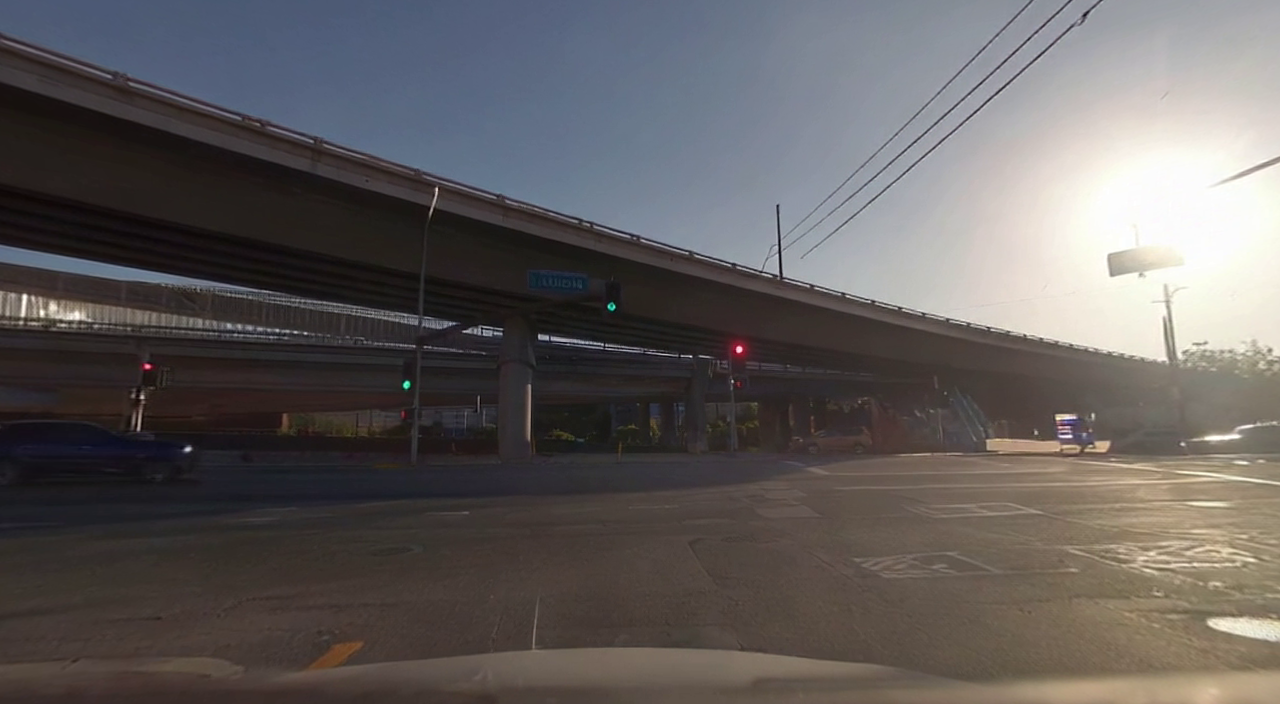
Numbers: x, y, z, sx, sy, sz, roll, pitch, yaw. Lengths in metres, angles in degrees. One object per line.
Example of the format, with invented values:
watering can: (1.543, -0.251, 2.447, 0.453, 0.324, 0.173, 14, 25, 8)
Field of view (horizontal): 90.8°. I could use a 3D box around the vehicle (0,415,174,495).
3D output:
vehicle: (-13.074, 2.255, 13.998, 3.897, 1.637, 1.832, 0, -9, -4)
